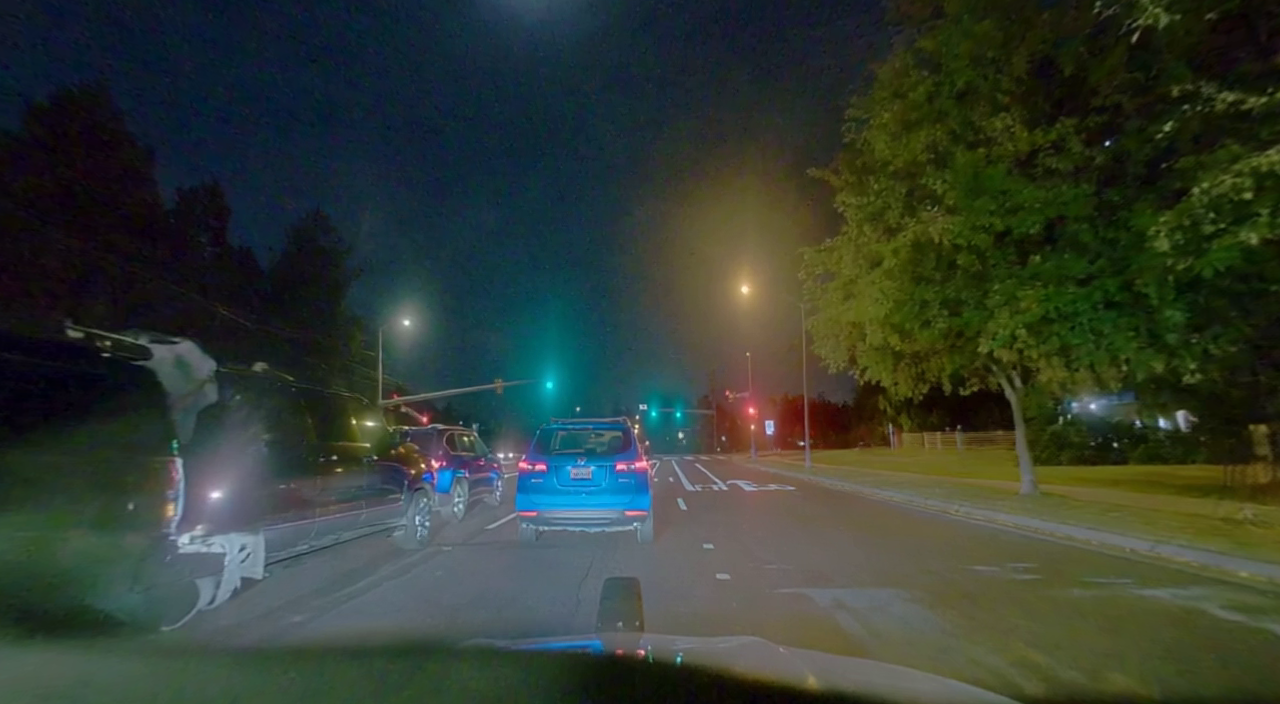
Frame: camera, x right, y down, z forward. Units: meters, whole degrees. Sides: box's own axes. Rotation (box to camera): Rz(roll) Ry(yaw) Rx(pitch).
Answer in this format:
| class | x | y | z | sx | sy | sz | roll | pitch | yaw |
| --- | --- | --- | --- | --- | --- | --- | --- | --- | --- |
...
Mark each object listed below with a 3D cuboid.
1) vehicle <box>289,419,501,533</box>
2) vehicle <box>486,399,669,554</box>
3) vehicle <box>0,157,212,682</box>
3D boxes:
| class | x | y | z | sx | sy | sz | roll | pitch | yaw |
| --- | --- | --- | --- | --- | --- | --- | --- | --- | --- |
| vehicle | -4.122 | 2.164 | 11.635 | 2.009 | 1.673 | 4.454 | 0 | -8 | 2 |
| vehicle | -0.676 | 1.820 | 9.933 | 2.131 | 1.793 | 5.016 | 0 | -8 | 1 |
| vehicle | -4.601 | 0.081 | 1.459 | 2.400 | 2.730 | 6.652 | 0 | -8 | 1 |
